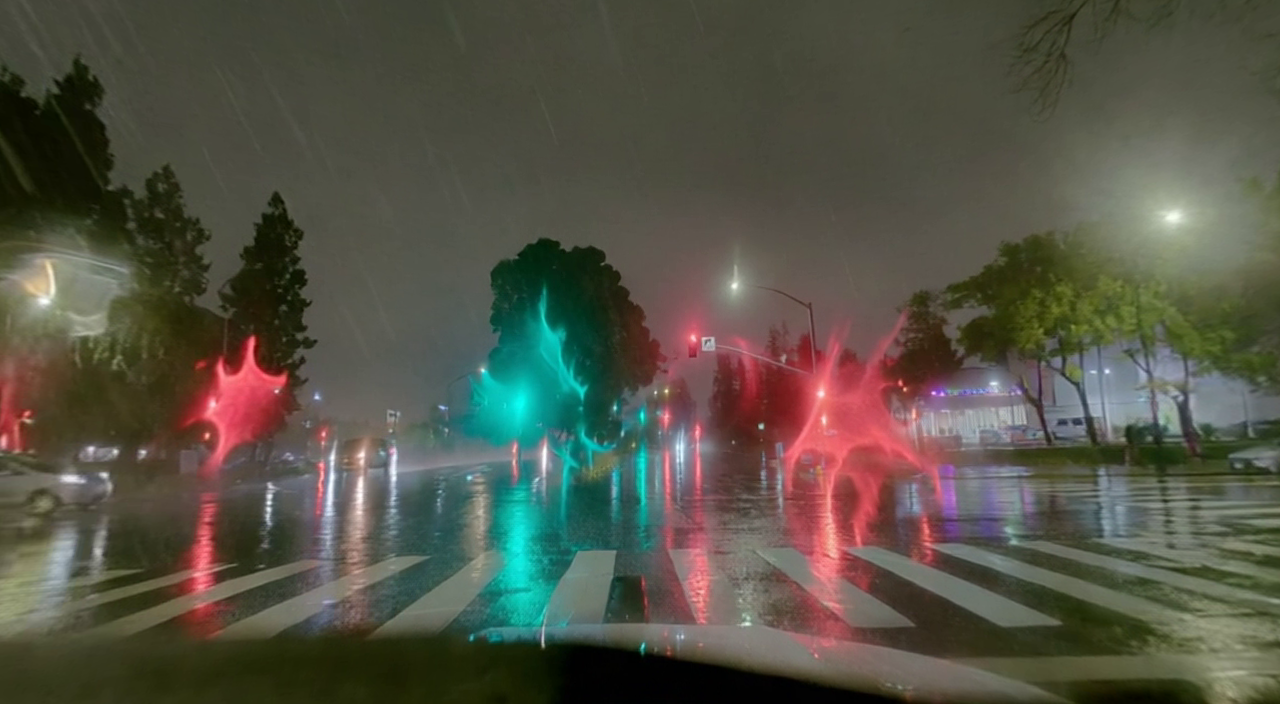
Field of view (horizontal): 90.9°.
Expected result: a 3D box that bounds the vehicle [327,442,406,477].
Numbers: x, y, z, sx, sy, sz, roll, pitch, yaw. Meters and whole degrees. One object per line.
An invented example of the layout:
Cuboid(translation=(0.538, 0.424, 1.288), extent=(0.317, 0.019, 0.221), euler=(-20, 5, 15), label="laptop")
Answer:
Cuboid(translation=(-14.845, 5.814, 34.532), extent=(2.169, 1.753, 4.640), euler=(0, -8, 1), label="vehicle")

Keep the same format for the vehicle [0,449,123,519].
Cuboid(translation=(-16.686, 3.373, 16.259), extent=(4.569, 1.658, 2.153), euler=(2, -9, -12), label="vehicle")
